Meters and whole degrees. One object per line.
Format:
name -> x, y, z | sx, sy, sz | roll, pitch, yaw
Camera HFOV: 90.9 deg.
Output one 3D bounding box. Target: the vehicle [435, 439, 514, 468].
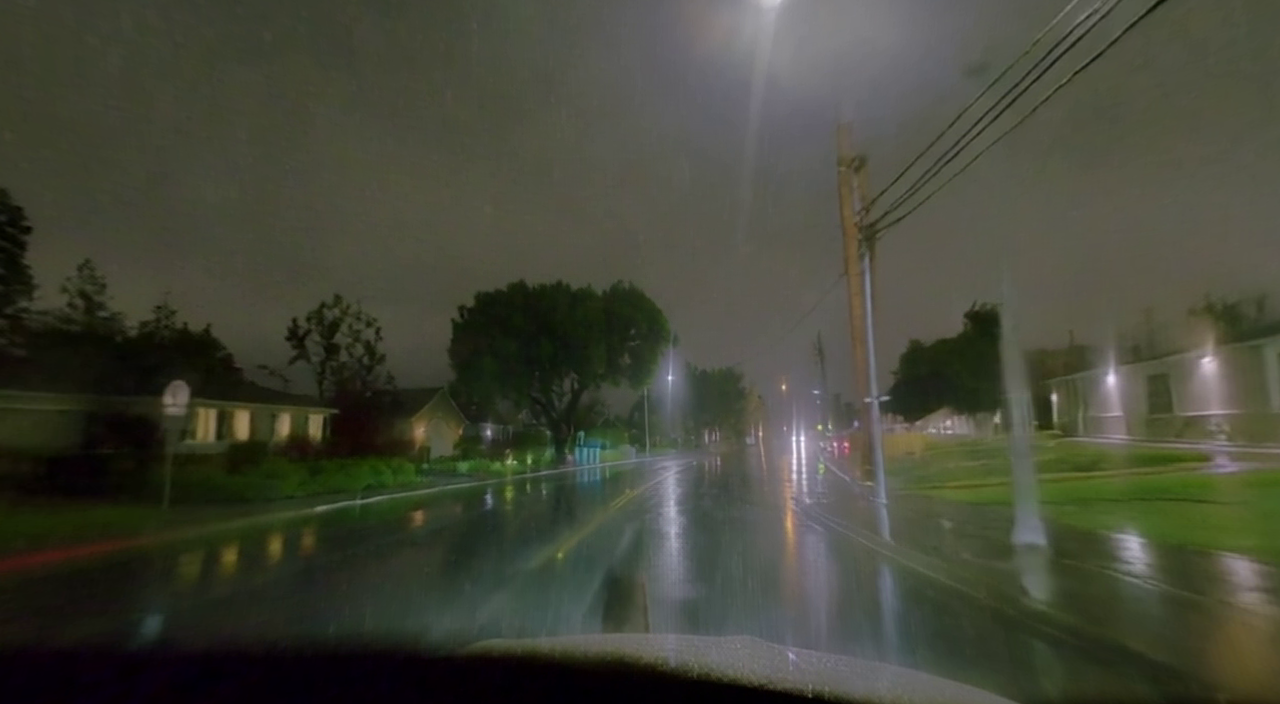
vehicle -> -10.049, 6.163, 38.456 | 4.485, 1.663, 2.111 | 2, -9, -13
